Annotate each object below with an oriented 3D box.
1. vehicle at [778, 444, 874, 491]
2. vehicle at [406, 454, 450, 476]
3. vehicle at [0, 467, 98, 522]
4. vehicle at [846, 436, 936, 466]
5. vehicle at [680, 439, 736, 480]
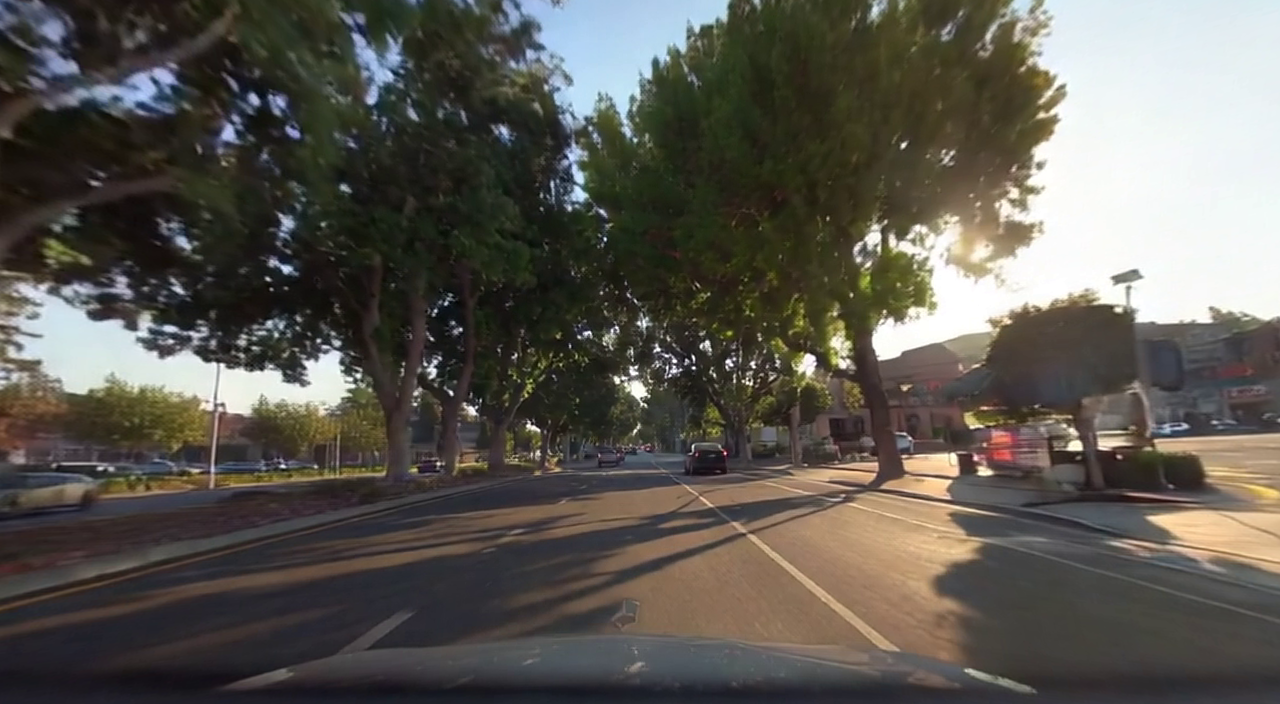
[{"bbox_3d":[6.589,4.116,22.892,1.948,1.526,4.641,0,-8,-2],"label":"vehicle"},{"bbox_3d":[-16.027,8.551,47.832,1.843,1.500,4.261,0,-8,0],"label":"vehicle"},{"bbox_3d":[-19.618,4.362,19.384,1.875,1.475,4.433,0,-8,0],"label":"vehicle"},{"bbox_3d":[15.536,6.117,39.074,4.659,1.739,2.147,-7,-11,41],"label":"vehicle"},{"bbox_3d":[3.130,5.052,29.878,2.083,1.743,4.354,0,-8,-1],"label":"vehicle"}]
